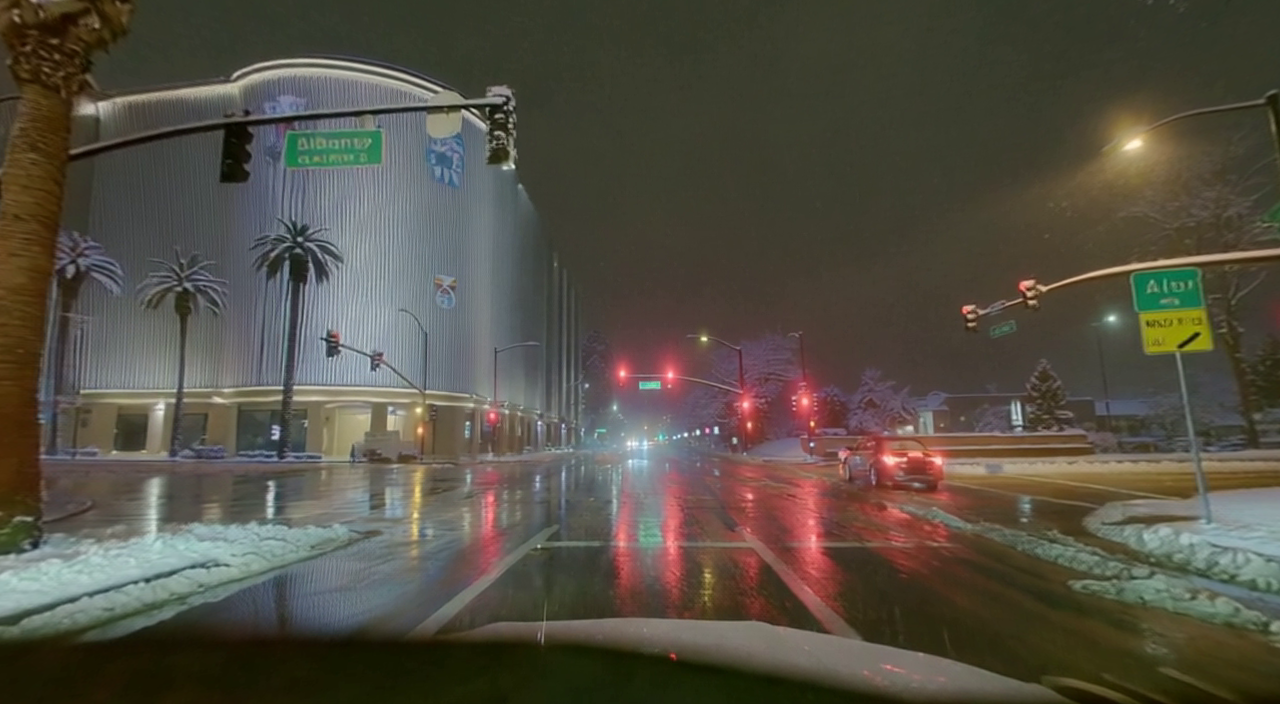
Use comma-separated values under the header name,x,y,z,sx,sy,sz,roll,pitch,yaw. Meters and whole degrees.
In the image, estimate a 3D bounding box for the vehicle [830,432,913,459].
name,x,y,z,sx,sy,sz,roll,pitch,yaw
vehicle,15.141,6.130,41.382,4.648,1.665,1.910,0,-8,-1

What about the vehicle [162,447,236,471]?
name,x,y,z,sx,sy,sz,roll,pitch,yaw
vehicle,-33.089,8.019,47.324,4.136,1.661,1.857,0,-8,1

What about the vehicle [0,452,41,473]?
name,x,y,z,sx,sy,sz,roll,pitch,yaw
vehicle,-47.912,8.325,47.483,3.786,1.555,1.702,0,-8,2

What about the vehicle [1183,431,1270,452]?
name,x,y,z,sx,sy,sz,roll,pitch,yaw
vehicle,42.226,6.465,45.434,4.437,1.469,1.811,0,-8,0

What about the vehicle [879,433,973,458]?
name,x,y,z,sx,sy,sz,roll,pitch,yaw
vehicle,17.032,5.576,37.656,4.684,1.461,1.777,0,-8,-1

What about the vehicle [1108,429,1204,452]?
name,x,y,z,sx,sy,sz,roll,pitch,yaw
vehicle,33.290,5.741,40.732,4.567,1.458,1.791,0,-8,1

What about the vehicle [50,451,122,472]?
name,x,y,z,sx,sy,sz,roll,pitch,yaw
vehicle,-41.603,8.225,47.353,3.698,1.467,1.779,0,-8,0

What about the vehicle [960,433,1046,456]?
name,x,y,z,sx,sy,sz,roll,pitch,yaw
vehicle,23.647,6.037,41.155,4.423,1.465,1.798,0,-8,0
